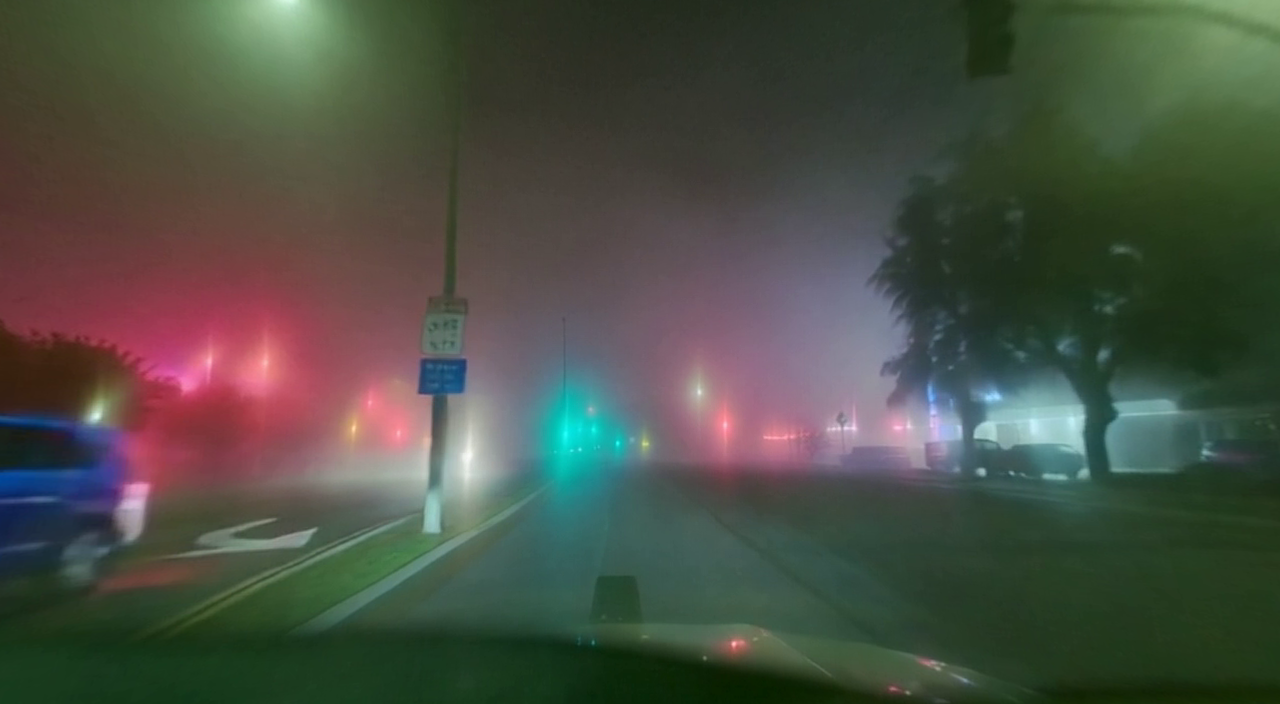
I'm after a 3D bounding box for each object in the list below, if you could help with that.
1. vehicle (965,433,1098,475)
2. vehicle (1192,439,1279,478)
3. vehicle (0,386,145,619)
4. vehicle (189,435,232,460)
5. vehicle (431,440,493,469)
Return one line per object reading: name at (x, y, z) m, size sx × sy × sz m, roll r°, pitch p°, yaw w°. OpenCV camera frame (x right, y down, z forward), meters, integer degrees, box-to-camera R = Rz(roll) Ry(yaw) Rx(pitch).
vehicle at (17.217, 4.539, 27.956) m, size 4.481 × 1.685 × 2.195 m, roll 2°, pitch -10°, yaw -4°
vehicle at (30.730, 5.223, 30.981) m, size 5.610 × 1.800 × 2.254 m, roll 2°, pitch -9°, yaw -8°
vehicle at (-5.638, 0.999, 3.872) m, size 2.057 × 1.709 × 4.590 m, roll 1°, pitch -9°, yaw -10°
vehicle at (-33.579, 7.480, 49.480) m, size 2.072 × 1.840 × 5.198 m, roll 4°, pitch -10°, yaw -27°
vehicle at (-9.772, 5.631, 35.003) m, size 2.094 × 1.485 × 4.446 m, roll 0°, pitch -9°, yaw 1°
